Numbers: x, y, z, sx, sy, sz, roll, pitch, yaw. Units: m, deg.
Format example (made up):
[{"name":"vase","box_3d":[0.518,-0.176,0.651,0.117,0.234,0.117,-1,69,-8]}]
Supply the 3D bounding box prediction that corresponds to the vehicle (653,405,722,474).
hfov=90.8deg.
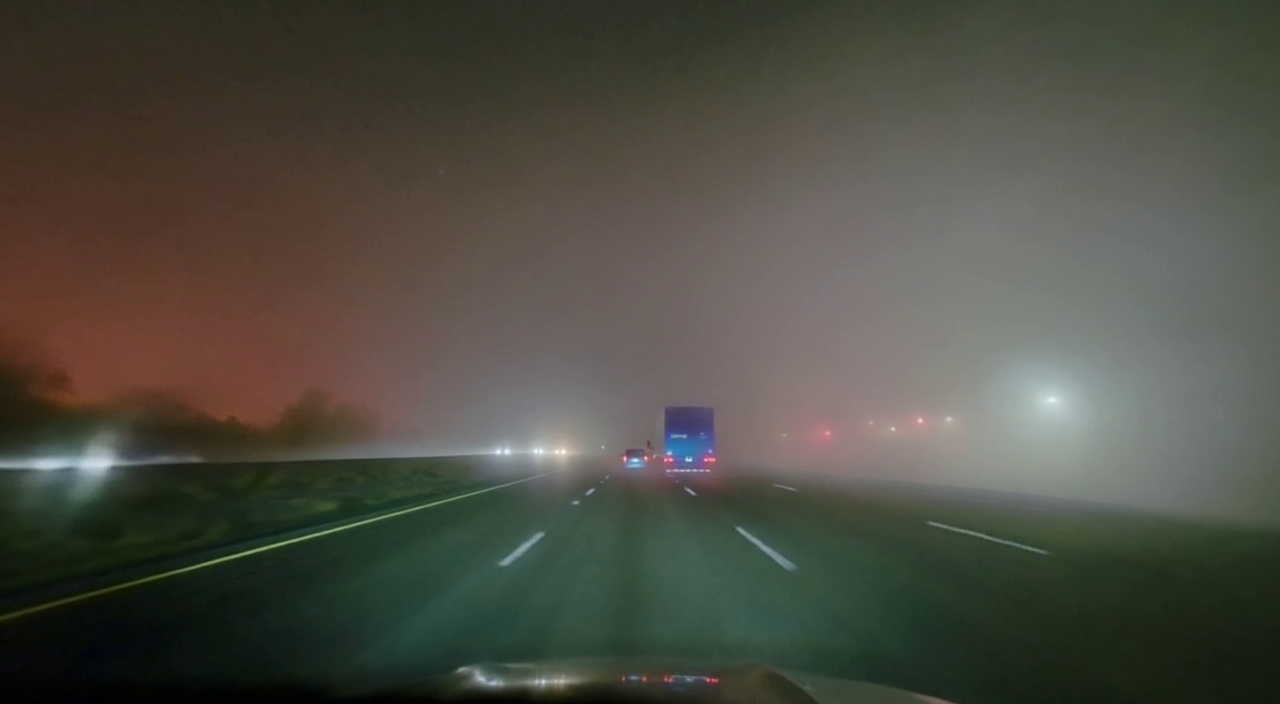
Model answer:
[{"name":"vehicle","box_3d":[3.068,6.580,46.633,3.462,4.177,16.311,0,-9,-1]}]

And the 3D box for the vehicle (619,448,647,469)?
[{"name":"vehicle","box_3d":[-0.498,7.529,44.741,1.898,1.438,4.053,0,-9,-1]}]
